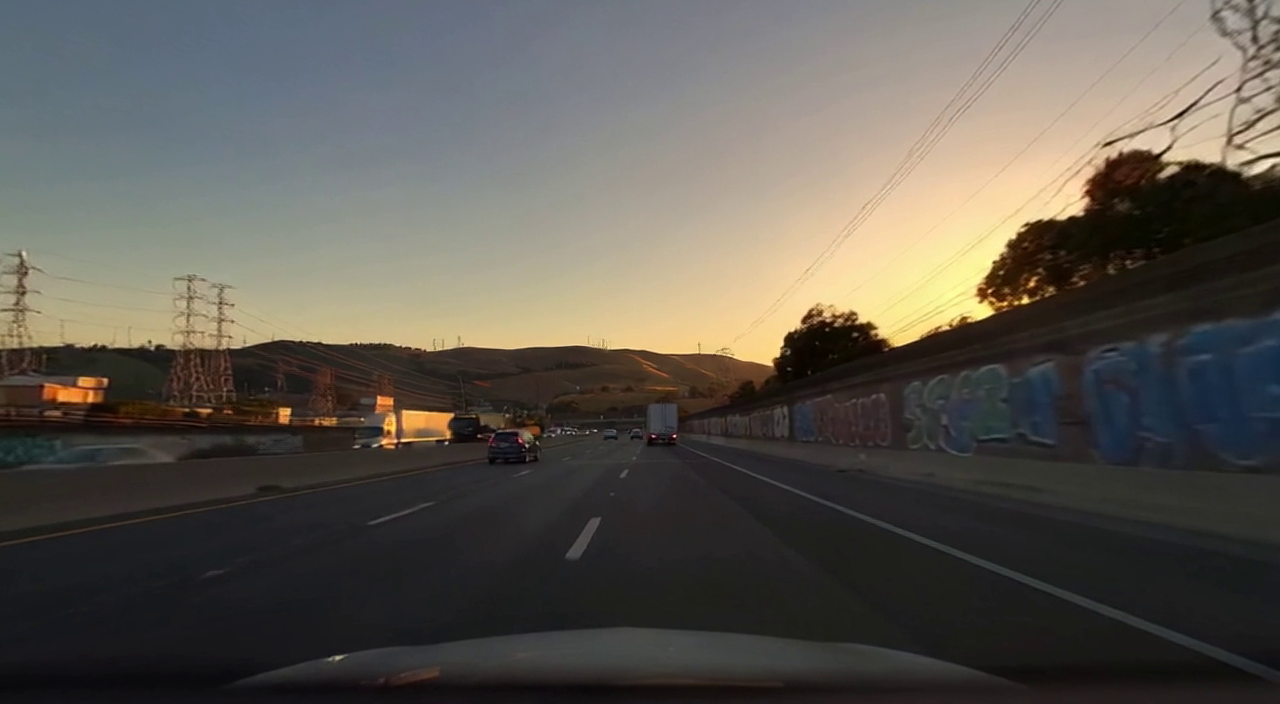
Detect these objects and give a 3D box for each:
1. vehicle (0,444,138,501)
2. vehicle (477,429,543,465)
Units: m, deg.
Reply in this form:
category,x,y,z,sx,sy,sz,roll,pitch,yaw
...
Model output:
category,x,y,z,sx,sy,sz,roll,pitch,yaw
vehicle,-17.174,3.409,18.337,1.781,1.409,3.993,0,-8,0
vehicle,-5.740,4.228,28.351,1.965,1.486,4.448,0,-8,1
